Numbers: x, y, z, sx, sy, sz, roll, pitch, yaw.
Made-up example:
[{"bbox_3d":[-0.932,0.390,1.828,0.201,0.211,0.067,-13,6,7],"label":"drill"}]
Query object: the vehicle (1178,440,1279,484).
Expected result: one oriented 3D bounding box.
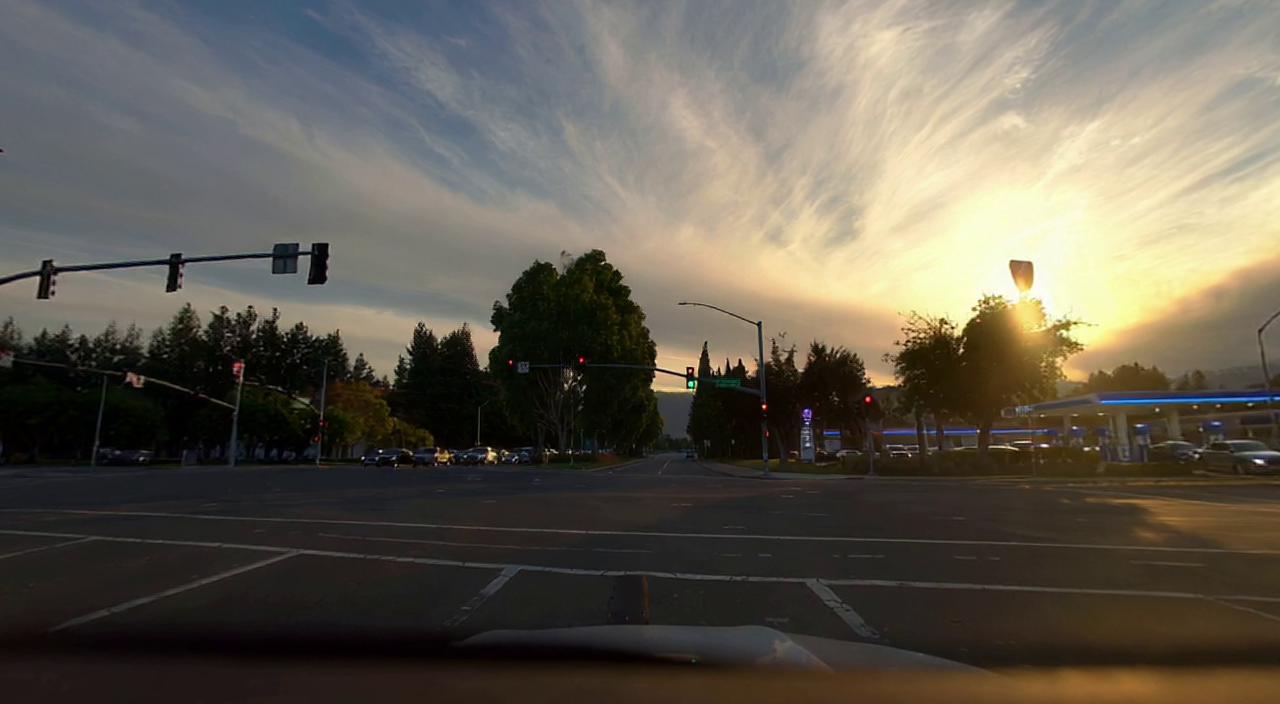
[{"bbox_3d":[22.101,3.779,21.828,4.716,1.455,2.060,-3,-9,17],"label":"vehicle"}]
